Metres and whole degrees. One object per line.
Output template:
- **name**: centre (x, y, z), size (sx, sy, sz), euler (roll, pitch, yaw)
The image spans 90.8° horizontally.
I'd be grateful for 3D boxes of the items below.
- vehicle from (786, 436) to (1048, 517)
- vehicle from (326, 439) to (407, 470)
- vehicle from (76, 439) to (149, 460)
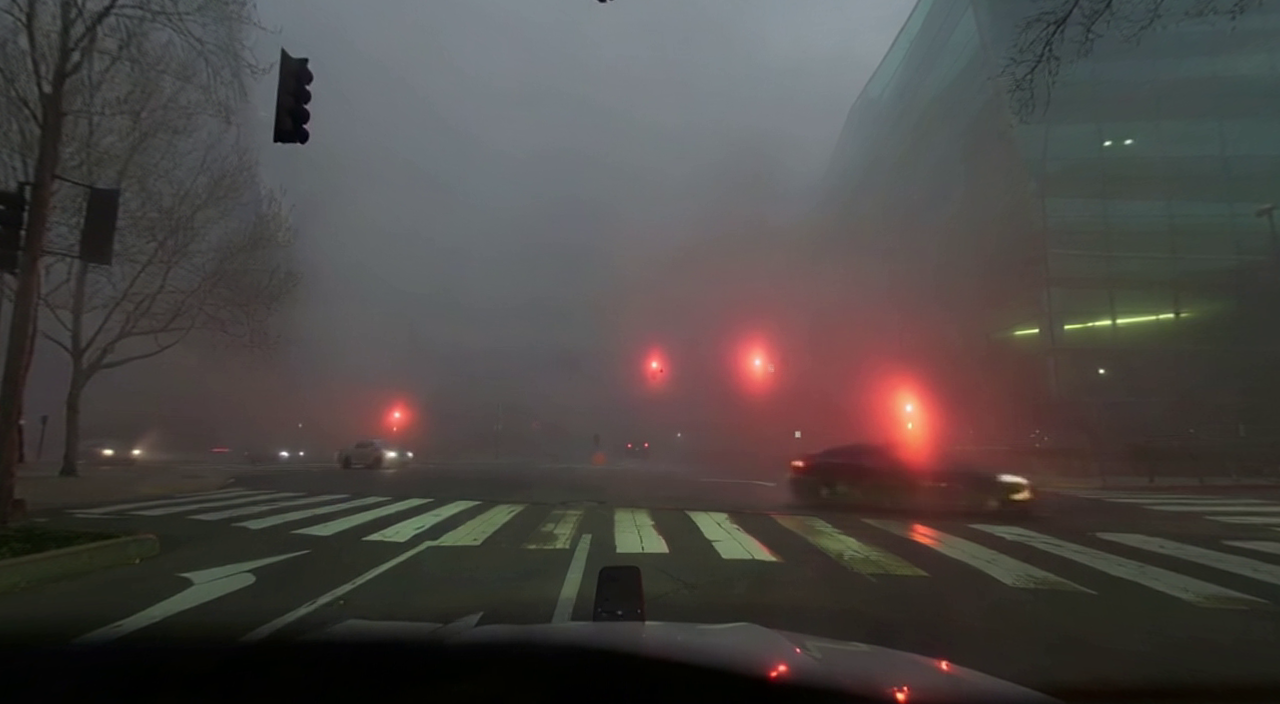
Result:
- **vehicle**: centre (5.842, 2.593, 13.693), size (4.798, 1.461, 1.939), euler (-7, -11, 37)
- **vehicle**: centre (-14.277, 5.313, 32.905), size (4.110, 1.511, 1.883), euler (-6, -10, 34)
- **vehicle**: centre (-41.502, 7.661, 49.684), size (5.408, 1.505, 2.091), euler (-4, -9, 24)
